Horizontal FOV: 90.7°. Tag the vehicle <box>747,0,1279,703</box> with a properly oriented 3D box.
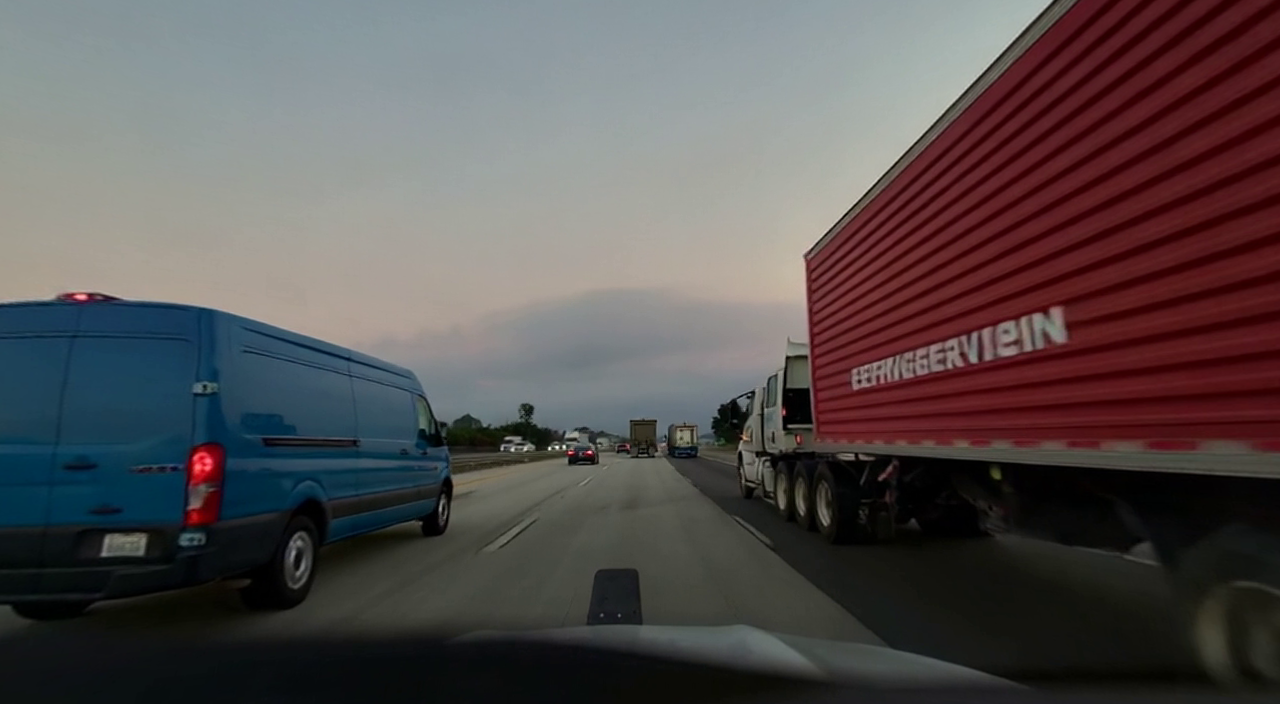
[{"bbox_3d":[3.997,0.475,7.860,2.951,3.974,13.340,0,-8,0],"label":"vehicle"}]

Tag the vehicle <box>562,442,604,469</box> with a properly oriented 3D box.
[{"bbox_3d":[-3.370,6.228,38.274,2.024,1.472,4.014,-1,-8,2],"label":"vehicle"}]

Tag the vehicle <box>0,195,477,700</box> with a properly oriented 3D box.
[{"bbox_3d":[-3.916,0.962,6.914,2.557,2.855,6.674,0,-9,-1],"label":"vehicle"}]
